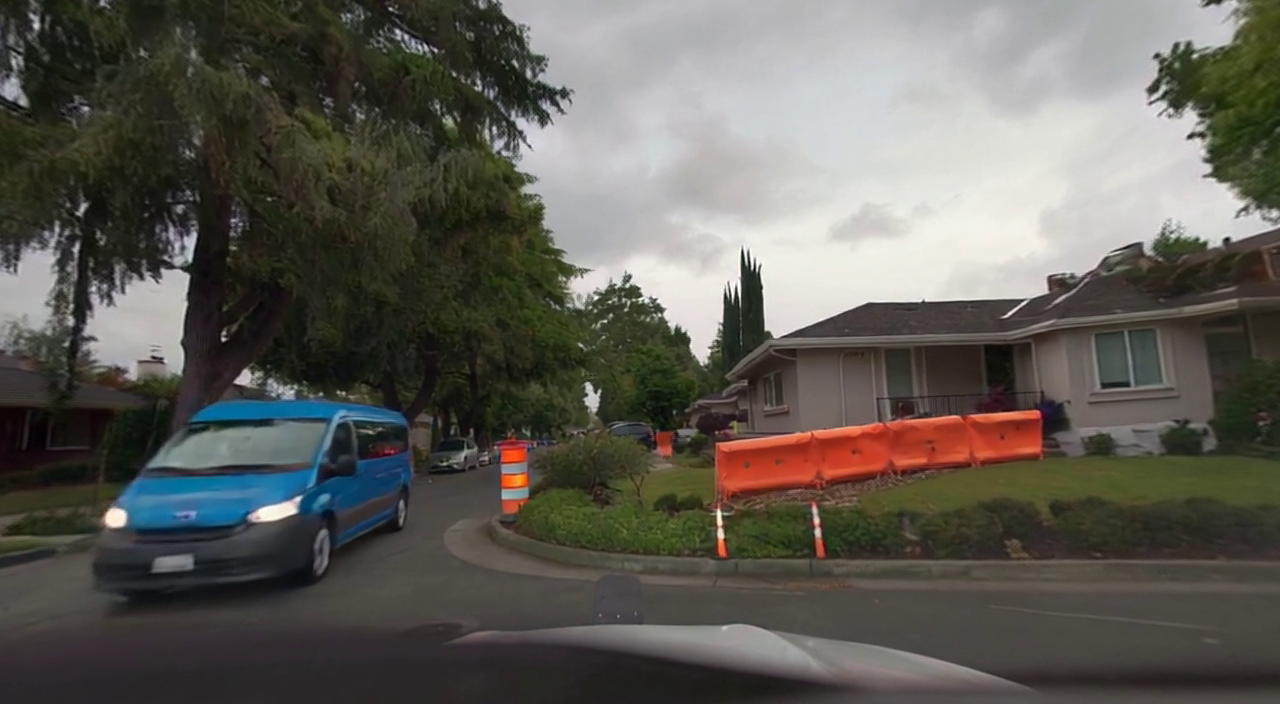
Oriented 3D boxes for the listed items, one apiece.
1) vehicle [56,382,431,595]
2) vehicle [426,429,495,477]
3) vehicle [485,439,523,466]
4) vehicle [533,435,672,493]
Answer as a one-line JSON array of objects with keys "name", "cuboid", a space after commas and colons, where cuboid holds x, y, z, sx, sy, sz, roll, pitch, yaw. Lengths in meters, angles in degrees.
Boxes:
[{"name": "vehicle", "cuboid": [-4.537, 1.596, 8.415, 2.219, 1.984, 4.712, 0, -8, -5]}, {"name": "vehicle", "cuboid": [-8.571, 4.825, 30.591, 2.042, 1.937, 4.960, 3, -6, -3]}, {"name": "vehicle", "cuboid": [-8.886, 6.562, 41.425, 1.765, 1.493, 4.130, 3, -6, -3]}, {"name": "vehicle", "cuboid": [-0.923, 3.062, 17.797, 1.827, 1.436, 4.070, -5, -9, 33]}]
